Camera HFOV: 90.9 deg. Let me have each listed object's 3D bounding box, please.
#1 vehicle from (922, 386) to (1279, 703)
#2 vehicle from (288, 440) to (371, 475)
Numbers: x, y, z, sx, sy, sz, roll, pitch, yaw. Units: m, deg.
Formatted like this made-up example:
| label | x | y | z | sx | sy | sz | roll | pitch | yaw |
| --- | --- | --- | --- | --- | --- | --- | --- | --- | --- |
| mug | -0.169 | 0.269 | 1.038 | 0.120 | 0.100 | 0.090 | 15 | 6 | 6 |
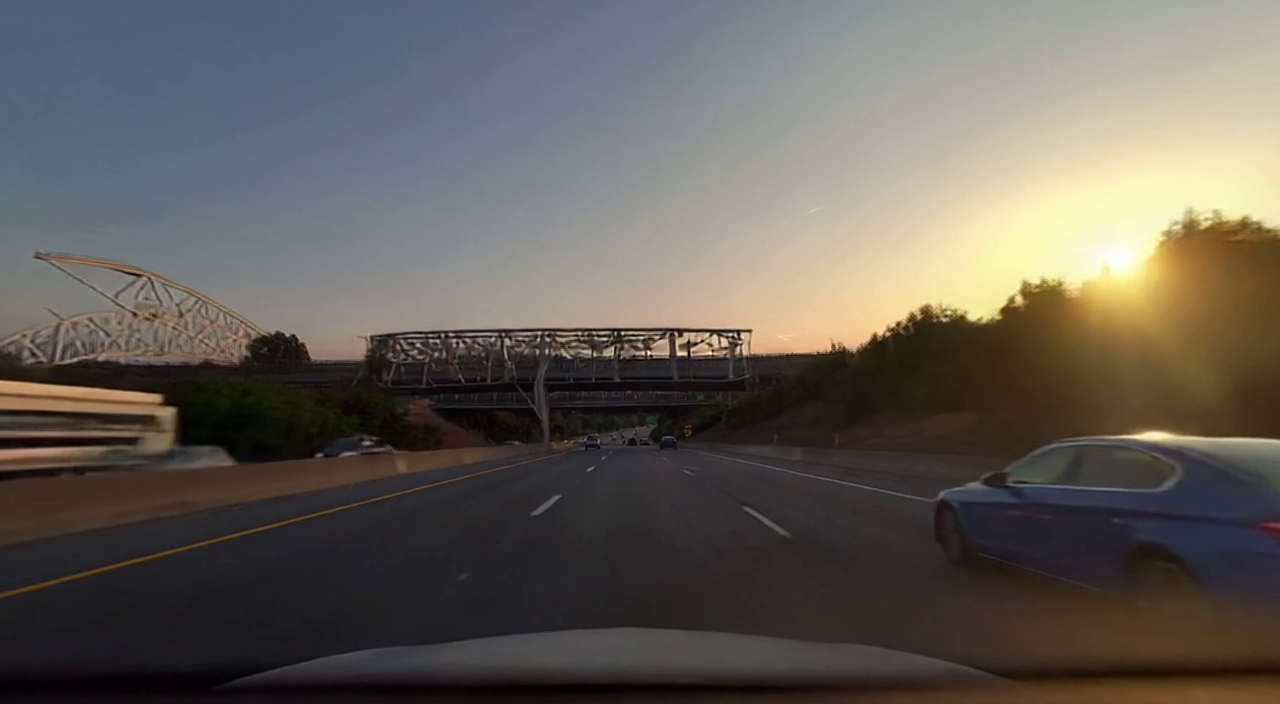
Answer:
| label | x | y | z | sx | sy | sz | roll | pitch | yaw |
| --- | --- | --- | --- | --- | --- | --- | --- | --- | --- |
| vehicle | 3.978 | 1.110 | 4.243 | 2.031 | 1.531 | 4.365 | 0 | -8 | -2 |
| vehicle | -16.709 | 5.674 | 34.272 | 1.934 | 1.737 | 5.320 | 0 | -8 | -1 |
